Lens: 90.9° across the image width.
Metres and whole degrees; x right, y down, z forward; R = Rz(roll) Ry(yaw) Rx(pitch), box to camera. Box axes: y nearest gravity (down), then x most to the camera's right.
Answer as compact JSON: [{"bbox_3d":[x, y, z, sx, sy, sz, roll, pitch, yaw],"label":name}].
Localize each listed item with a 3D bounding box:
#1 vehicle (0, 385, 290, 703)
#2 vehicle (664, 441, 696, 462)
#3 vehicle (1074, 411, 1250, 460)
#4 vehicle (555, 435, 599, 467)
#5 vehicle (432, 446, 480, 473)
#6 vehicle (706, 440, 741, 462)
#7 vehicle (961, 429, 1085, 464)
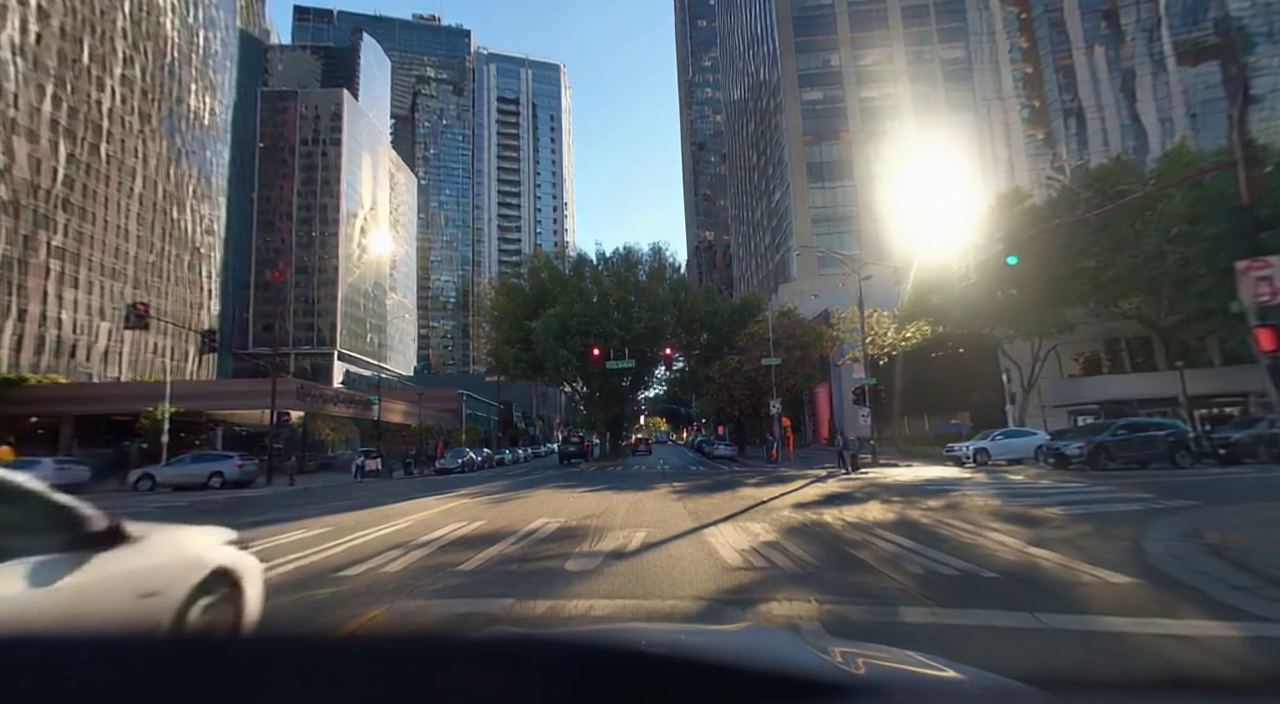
[{"bbox_3d":[-3.011,0.736,1.111,2.014,1.480,4.780,0,-8,1],"label":"vehicle"},{"bbox_3d":[2.719,6.873,43.802,1.919,1.371,3.583,0,-8,-1],"label":"vehicle"},{"bbox_3d":[20.113,3.243,24.483,4.827,1.817,2.190,0,-8,0],"label":"vehicle"},{"bbox_3d":[-3.846,6.144,39.246,2.176,1.804,4.740,-3,-8,0],"label":"vehicle"},{"bbox_3d":[-12.664,7.388,43.537,2.118,1.644,4.188,0,-8,-1],"label":"vehicle"},{"bbox_3d":[5.996,7.145,45.683,1.882,1.479,4.652,0,-8,0],"label":"vehicle"},{"bbox_3d":[17.095,4.244,28.286,4.293,1.495,1.935,0,-8,-1],"label":"vehicle"}]
